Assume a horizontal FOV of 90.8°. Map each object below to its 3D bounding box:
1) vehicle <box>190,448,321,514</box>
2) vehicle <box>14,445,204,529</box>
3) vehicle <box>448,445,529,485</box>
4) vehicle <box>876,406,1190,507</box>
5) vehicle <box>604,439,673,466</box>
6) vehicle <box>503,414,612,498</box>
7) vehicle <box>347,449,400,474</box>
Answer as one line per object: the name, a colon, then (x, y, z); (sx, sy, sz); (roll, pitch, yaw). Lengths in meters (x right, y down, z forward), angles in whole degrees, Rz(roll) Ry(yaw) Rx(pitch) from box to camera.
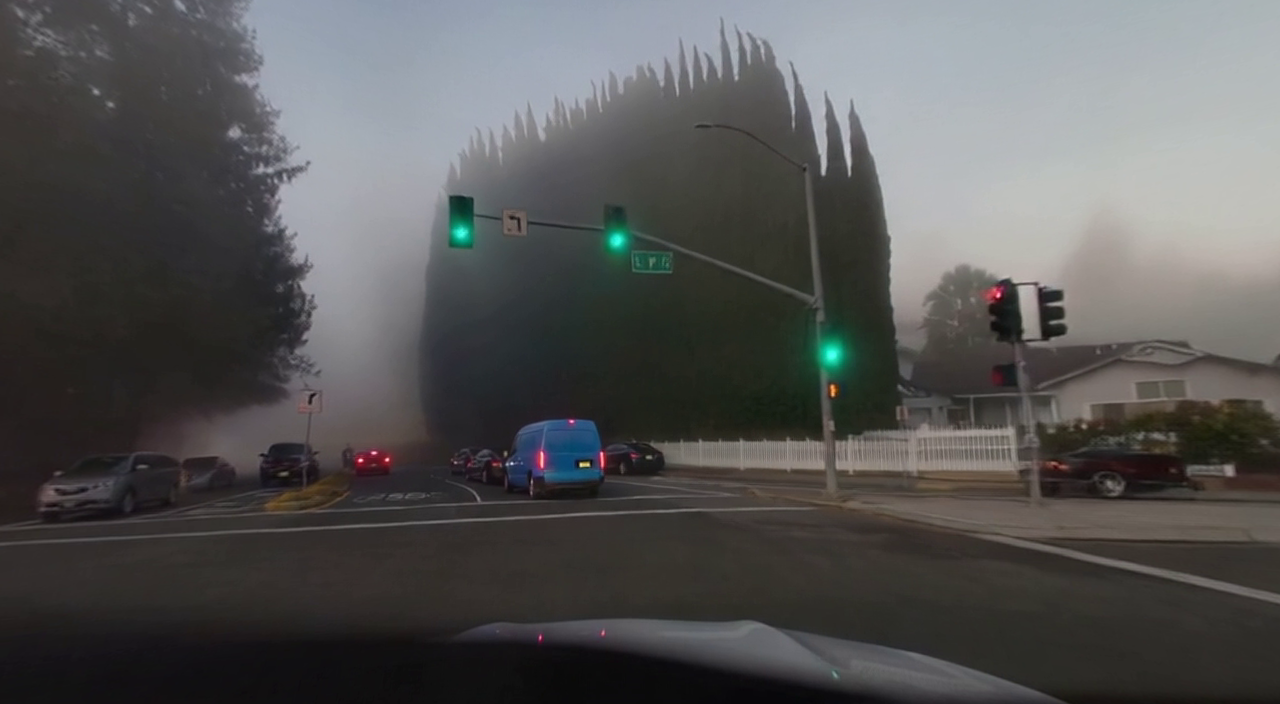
vehicle: (-9.877, 3.280, 16.651); (1.952, 1.461, 4.377); (3, -9, -18)
vehicle: (-13.222, 3.288, 16.196); (2.078, 1.783, 4.670); (3, -9, -19)
vehicle: (-6.223, 4.501, 25.570); (2.008, 1.445, 4.386); (5, -10, -29)
vehicle: (9.512, 2.581, 15.882); (2.514, 2.026, 6.104); (8, -12, -43)
vehicle: (-0.081, 6.838, 43.249); (4.559, 1.754, 1.985); (8, -12, -42)
vehicle: (-2.599, 3.045, 18.783); (2.213, 2.124, 4.809); (3, -9, -19)
vehicle: (-17.425, 7.078, 41.178); (1.911, 1.493, 4.291); (7, -11, -39)
